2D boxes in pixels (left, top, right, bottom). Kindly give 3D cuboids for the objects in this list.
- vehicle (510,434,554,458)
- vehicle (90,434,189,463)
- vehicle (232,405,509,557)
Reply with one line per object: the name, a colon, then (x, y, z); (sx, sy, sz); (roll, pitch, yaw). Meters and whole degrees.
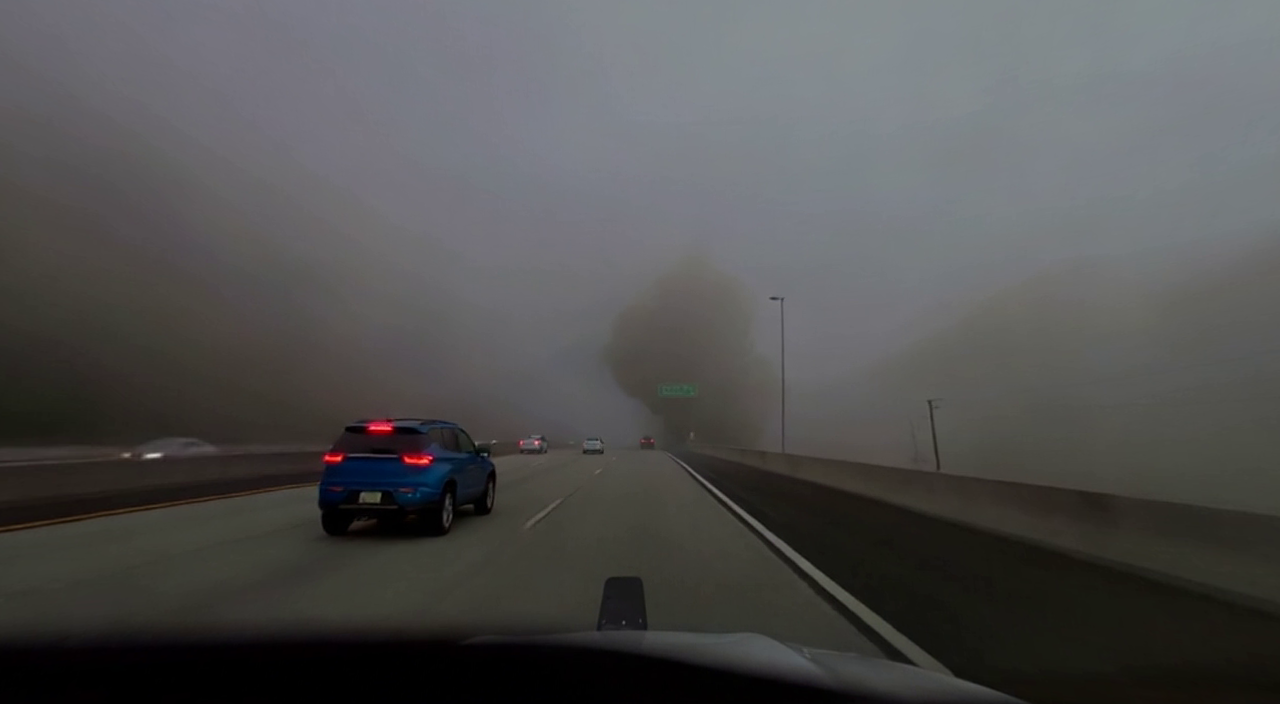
vehicle: (-7.003, 6.159, 41.295); (1.963, 1.476, 4.739); (0, -8, 2)
vehicle: (-28.440, 5.499, 36.067); (1.901, 1.540, 4.517); (0, -8, 1)
vehicle: (-3.546, 1.795, 9.469); (2.138, 1.718, 4.415); (0, -8, 1)
